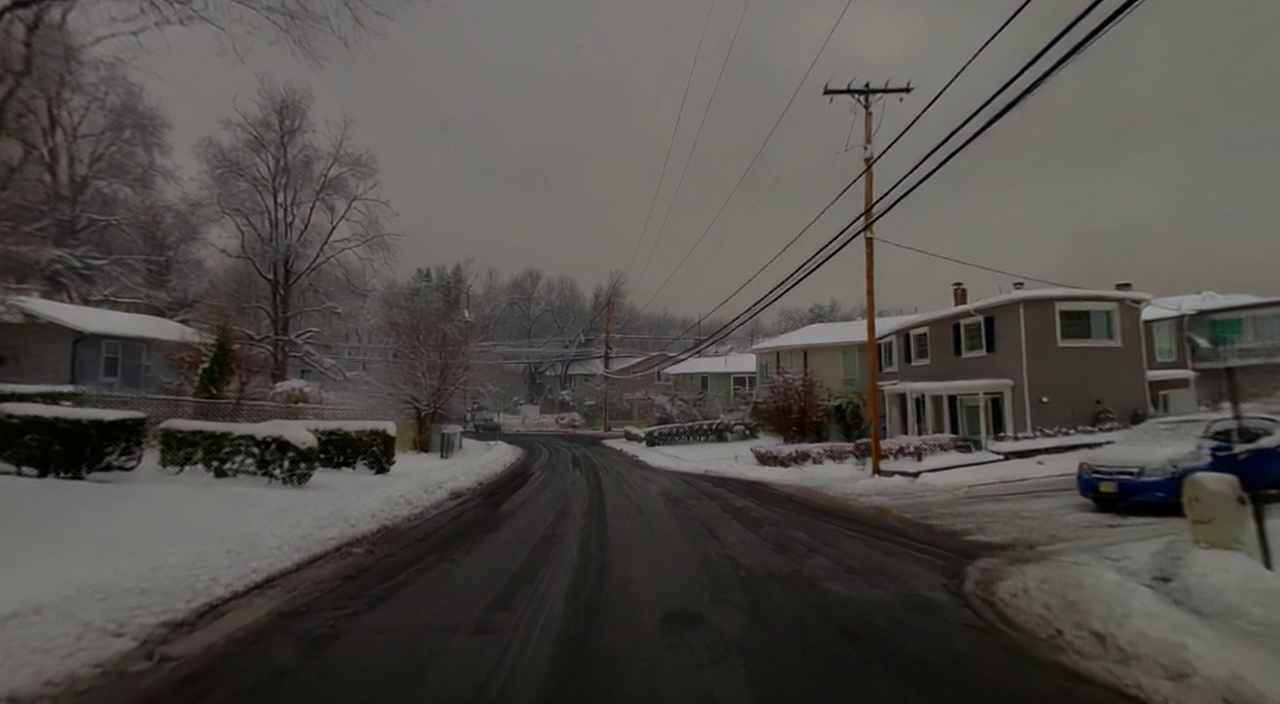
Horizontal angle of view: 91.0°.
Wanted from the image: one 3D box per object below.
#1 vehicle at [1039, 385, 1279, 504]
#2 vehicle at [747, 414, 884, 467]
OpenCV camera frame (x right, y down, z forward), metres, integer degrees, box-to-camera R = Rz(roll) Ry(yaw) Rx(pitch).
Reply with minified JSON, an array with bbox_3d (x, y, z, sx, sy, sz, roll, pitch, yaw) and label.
[{"bbox_3d":[10.522,1.835,12.089,4.443,1.948,2.230,3,-12,-16],"label":"vehicle"},{"bbox_3d":[7.630,3.893,27.314,5.663,1.913,2.170,7,-10,-25],"label":"vehicle"}]
